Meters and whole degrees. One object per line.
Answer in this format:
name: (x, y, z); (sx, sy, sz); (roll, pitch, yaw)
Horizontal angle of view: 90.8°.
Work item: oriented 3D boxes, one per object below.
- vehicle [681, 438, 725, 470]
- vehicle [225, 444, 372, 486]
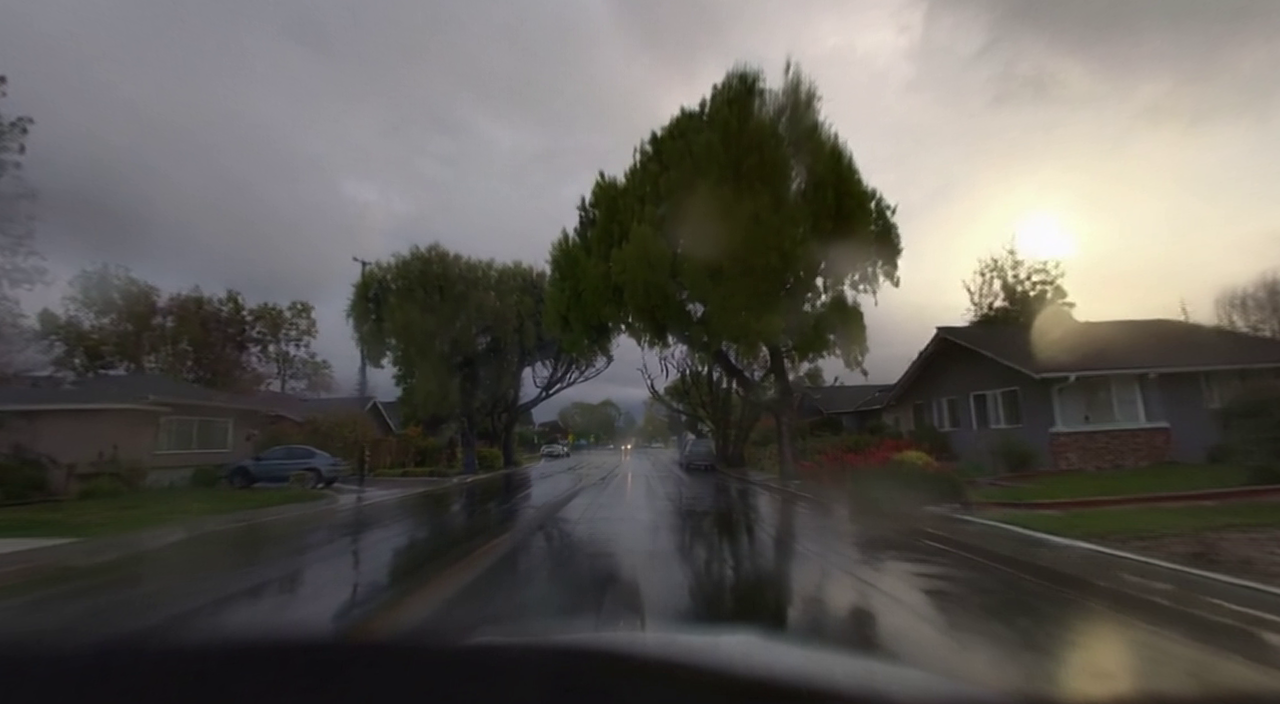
vehicle: (3.249, 5.342, 33.178); (1.975, 1.528, 4.000); (0, -9, 1)
vehicle: (-13.279, 4.407, 24.842); (4.572, 1.522, 1.999); (0, -9, -3)
